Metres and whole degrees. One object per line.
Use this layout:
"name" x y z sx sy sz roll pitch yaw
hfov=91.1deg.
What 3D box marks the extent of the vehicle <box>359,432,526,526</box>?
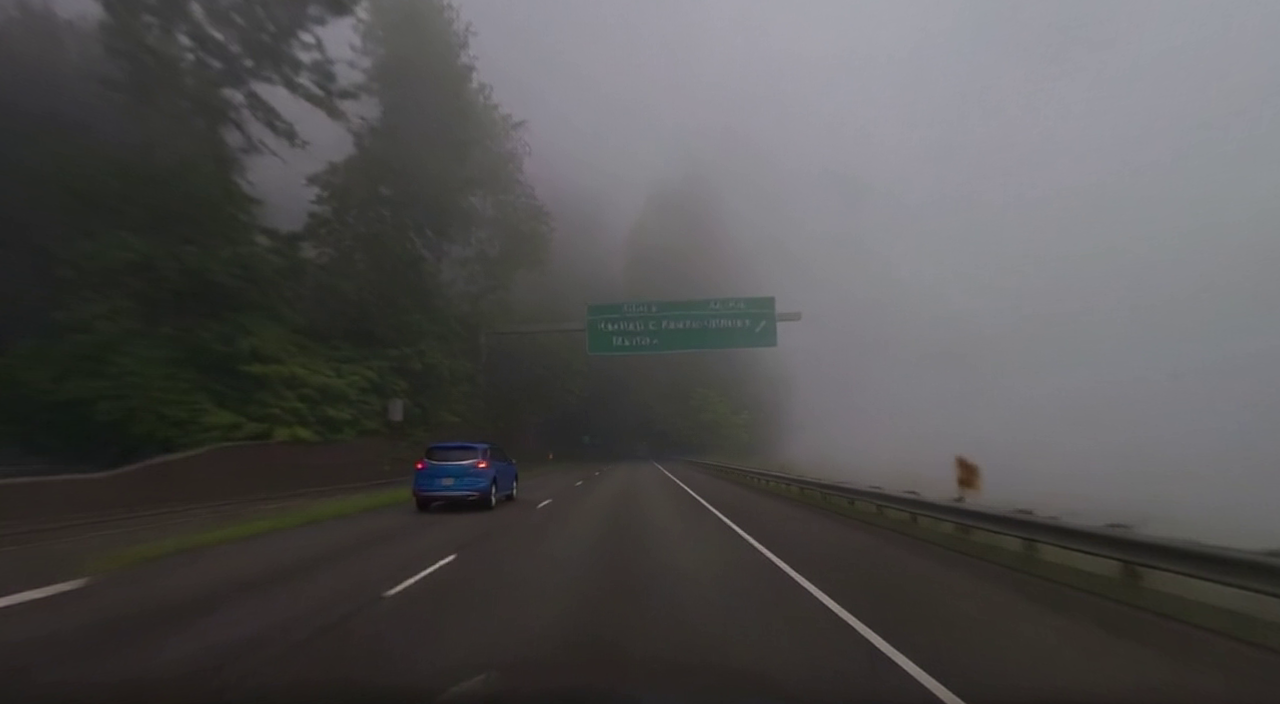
"vehicle" -3.900 2.595 13.341 2.104 1.626 4.283 -1 -9 1
